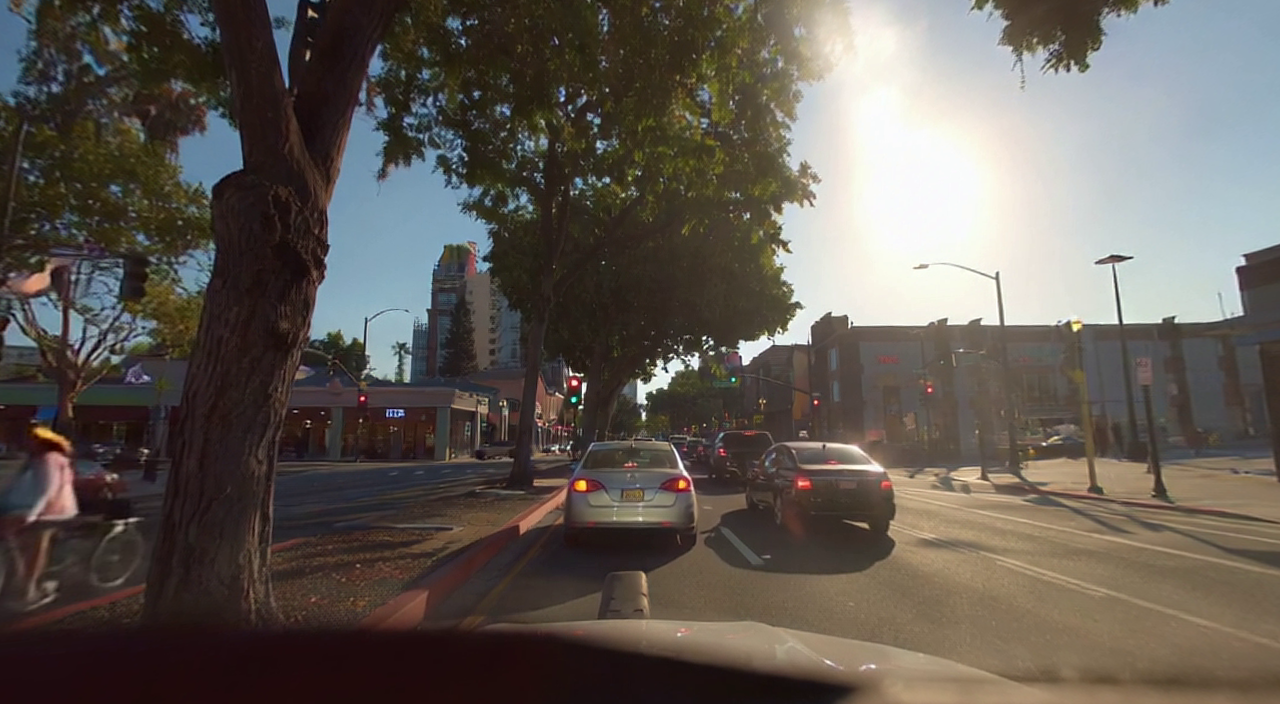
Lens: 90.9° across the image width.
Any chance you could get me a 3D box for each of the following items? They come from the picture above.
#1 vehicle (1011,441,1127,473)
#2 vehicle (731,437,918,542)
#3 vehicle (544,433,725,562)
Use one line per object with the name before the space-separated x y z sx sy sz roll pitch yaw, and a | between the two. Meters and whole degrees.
vehicle | 22.596 5.541 33.340 4.610 1.622 1.934 -1 -8 4
vehicle | 2.904 2.248 11.031 1.893 1.446 4.270 0 -8 -1
vehicle | -0.104 1.982 9.389 2.087 1.456 4.143 0 -8 -1
